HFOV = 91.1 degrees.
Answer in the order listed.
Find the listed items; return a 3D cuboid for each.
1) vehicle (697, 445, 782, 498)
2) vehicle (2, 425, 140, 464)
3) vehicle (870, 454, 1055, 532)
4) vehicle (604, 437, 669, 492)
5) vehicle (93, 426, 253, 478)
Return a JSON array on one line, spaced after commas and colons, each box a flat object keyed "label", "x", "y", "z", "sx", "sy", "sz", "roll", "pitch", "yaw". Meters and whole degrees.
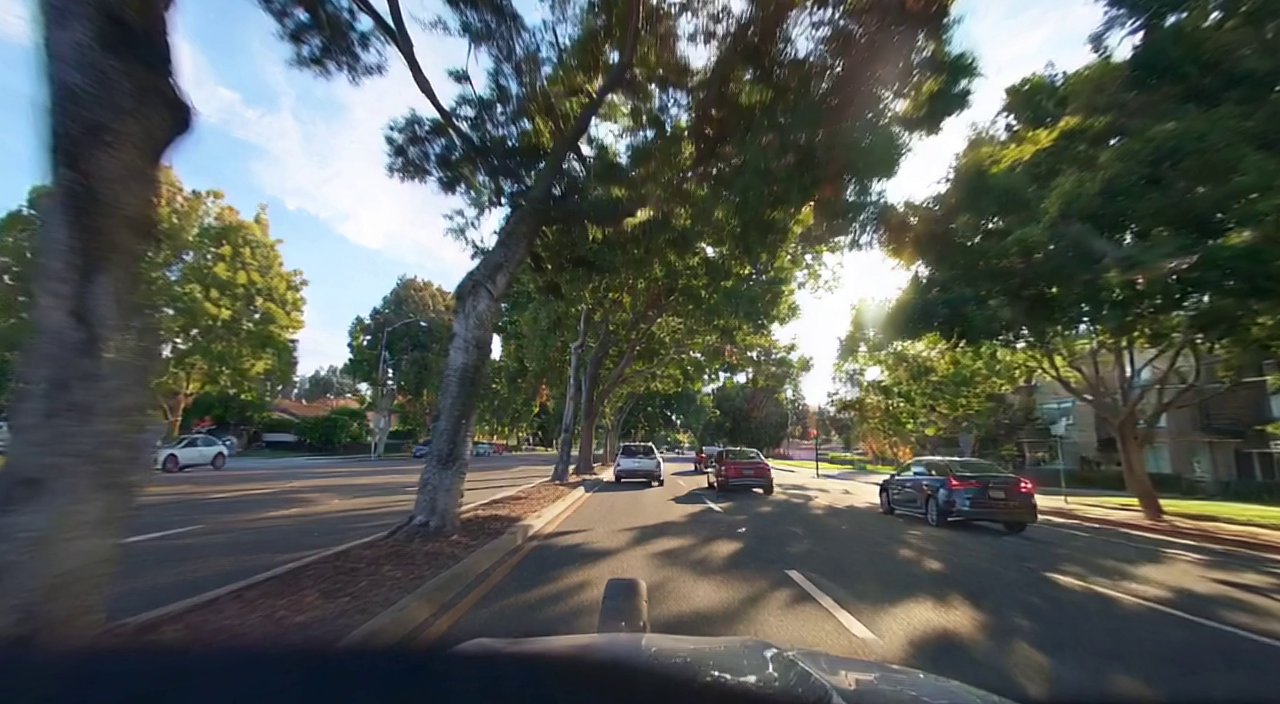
[{"label": "vehicle", "x": 3.027, "y": 3.721, "z": 19.992, "sx": 1.932, "sy": 1.510, "sz": 4.168, "roll": 0, "pitch": -9, "yaw": -1}, {"label": "vehicle", "x": -28.657, "y": 4.708, "z": 31.918, "sx": 2.021, "sy": 1.774, "sz": 5.261, "roll": 0, "pitch": -9, "yaw": 0}, {"label": "vehicle", "x": 7.123, "y": 3.120, "z": 14.479, "sx": 1.944, "sy": 1.458, "sz": 4.268, "roll": 0, "pitch": -9, "yaw": -1}, {"label": "vehicle", "x": -0.096, "y": 3.784, "z": 21.446, "sx": 2.008, "sy": 1.674, "sz": 4.239, "roll": 0, "pitch": -9, "yaw": 0}, {"label": "vehicle", "x": -18.652, "y": 4.050, "z": 25.569, "sx": 2.094, "sy": 1.863, "sz": 5.694, "roll": 0, "pitch": -9, "yaw": 0}]
